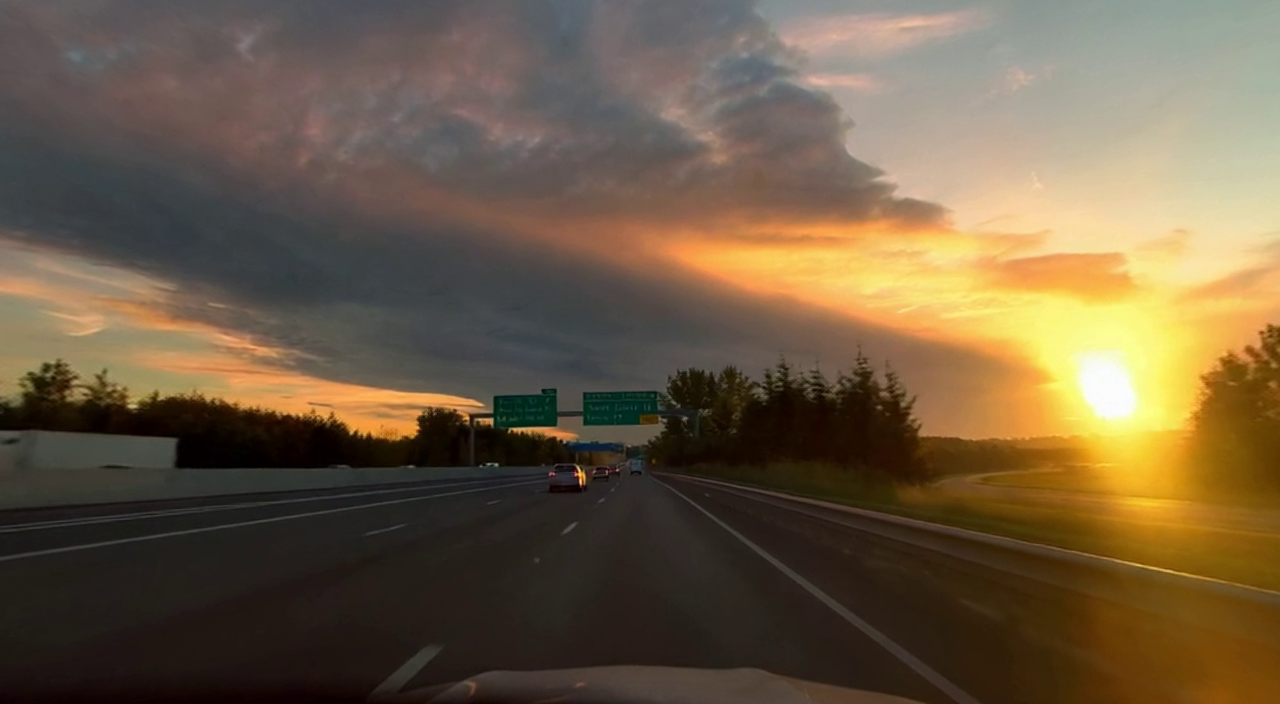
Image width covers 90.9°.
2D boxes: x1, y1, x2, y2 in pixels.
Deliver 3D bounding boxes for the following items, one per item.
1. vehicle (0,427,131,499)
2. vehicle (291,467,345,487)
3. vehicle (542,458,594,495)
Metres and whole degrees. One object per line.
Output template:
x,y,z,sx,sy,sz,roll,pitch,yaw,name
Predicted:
-29.649,5.400,30.514,2.811,3.126,8.459,1,-11,0,vehicle
-25.460,9.896,49.993,1.889,1.402,4.508,1,-11,1,vehicle
-3.383,5.978,30.347,2.092,1.642,3.895,1,-11,0,vehicle
